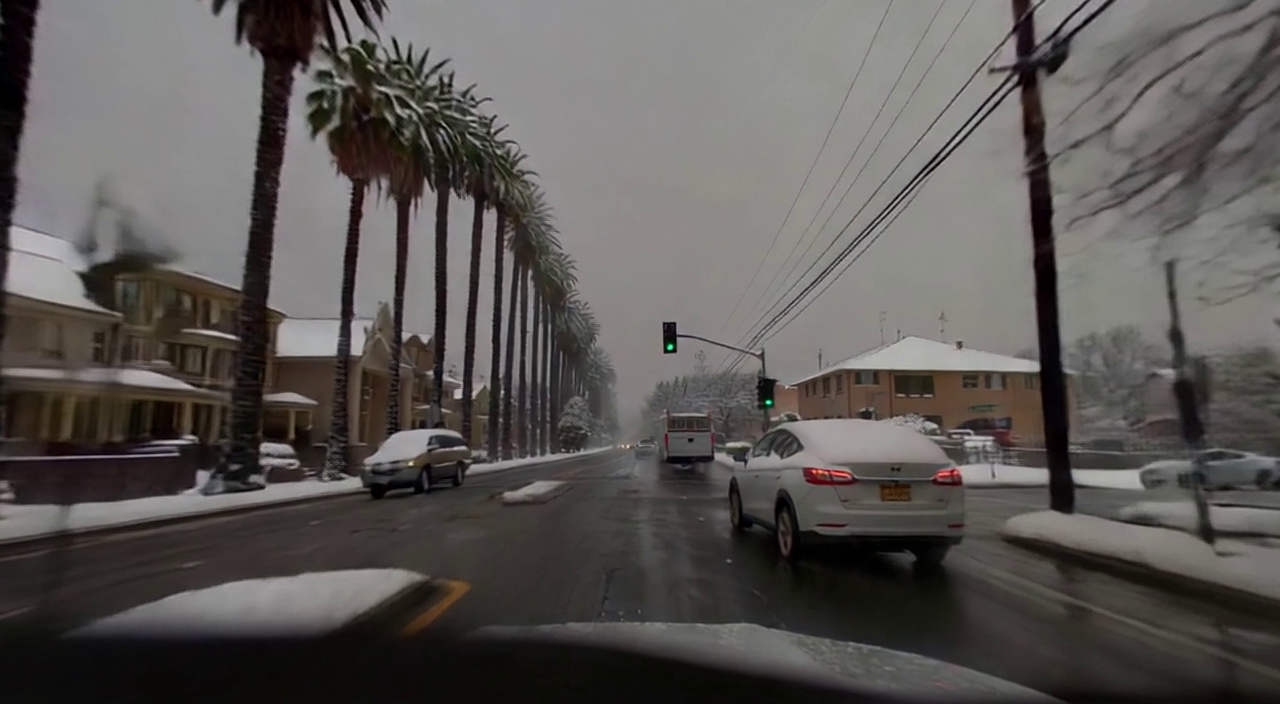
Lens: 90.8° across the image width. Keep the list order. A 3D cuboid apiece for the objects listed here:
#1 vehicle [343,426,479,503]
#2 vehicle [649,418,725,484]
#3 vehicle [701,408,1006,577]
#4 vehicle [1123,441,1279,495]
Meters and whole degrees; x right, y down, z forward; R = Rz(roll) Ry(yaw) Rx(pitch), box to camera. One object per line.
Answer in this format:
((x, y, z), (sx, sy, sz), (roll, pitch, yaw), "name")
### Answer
((-6.532, 3.179, 18.617), (2.069, 1.820, 4.388), (-3, -6, 5), "vehicle")
((1.453, 3.323, 21.400), (2.109, 2.002, 4.424), (0, -8, -2), "vehicle")
((2.236, 1.646, 8.230), (2.096, 1.552, 4.519), (1, -8, -5), "vehicle")
((18.267, 3.587, 19.818), (4.421, 1.502, 2.161), (-1, -8, -1), "vehicle")
